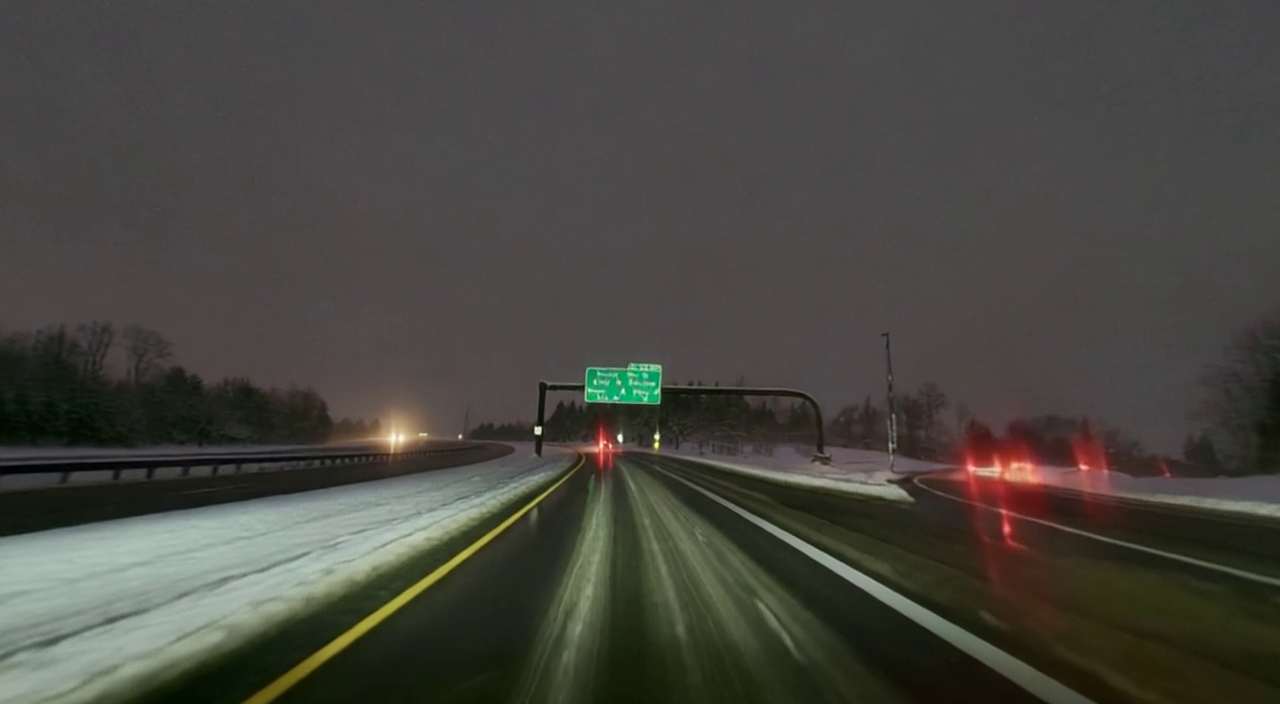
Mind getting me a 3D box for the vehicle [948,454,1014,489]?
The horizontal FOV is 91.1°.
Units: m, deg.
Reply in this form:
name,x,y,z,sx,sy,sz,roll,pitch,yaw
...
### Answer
name,x,y,z,sx,sy,sz,roll,pitch,yaw
vehicle,15.930,5.566,29.557,2.129,1.444,3.649,-4,-9,19
